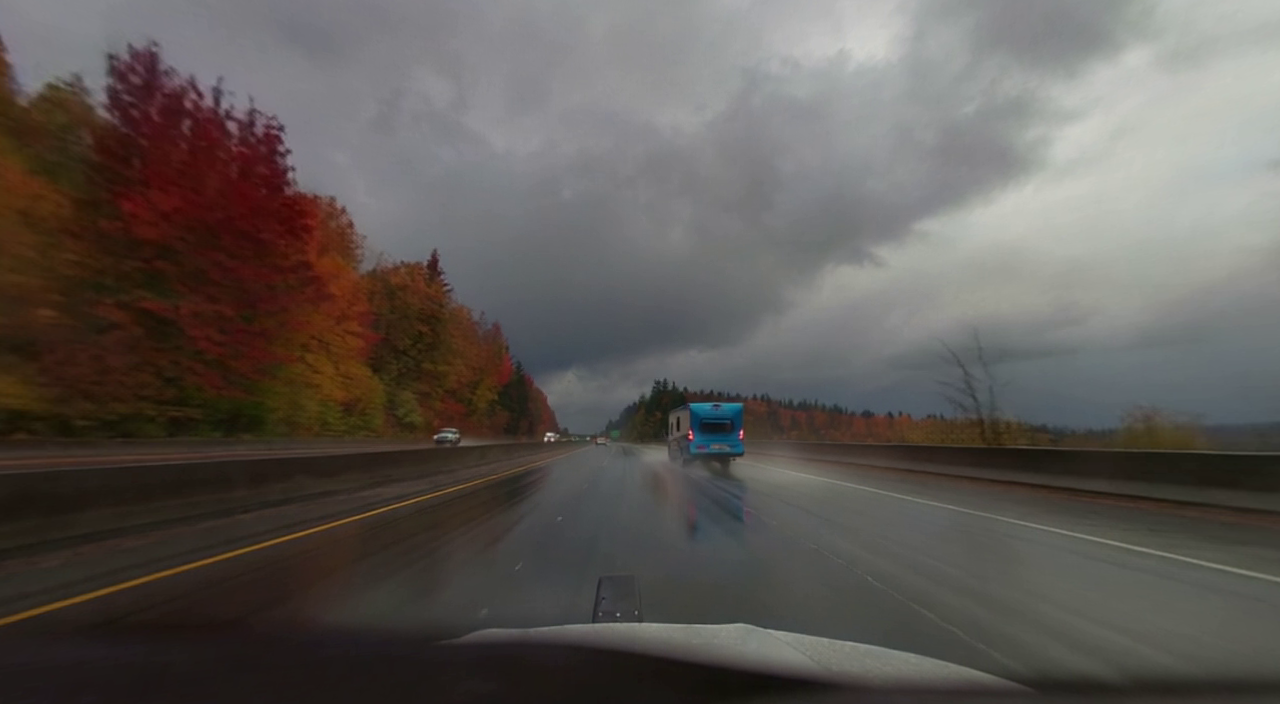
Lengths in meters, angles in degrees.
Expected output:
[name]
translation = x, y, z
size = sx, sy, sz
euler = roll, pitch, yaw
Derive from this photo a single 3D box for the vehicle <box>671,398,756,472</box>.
[vehicle]
translation = 3.037, 3.711, 28.178
size = 2.815, 2.876, 7.101
euler = 0, -8, -1
